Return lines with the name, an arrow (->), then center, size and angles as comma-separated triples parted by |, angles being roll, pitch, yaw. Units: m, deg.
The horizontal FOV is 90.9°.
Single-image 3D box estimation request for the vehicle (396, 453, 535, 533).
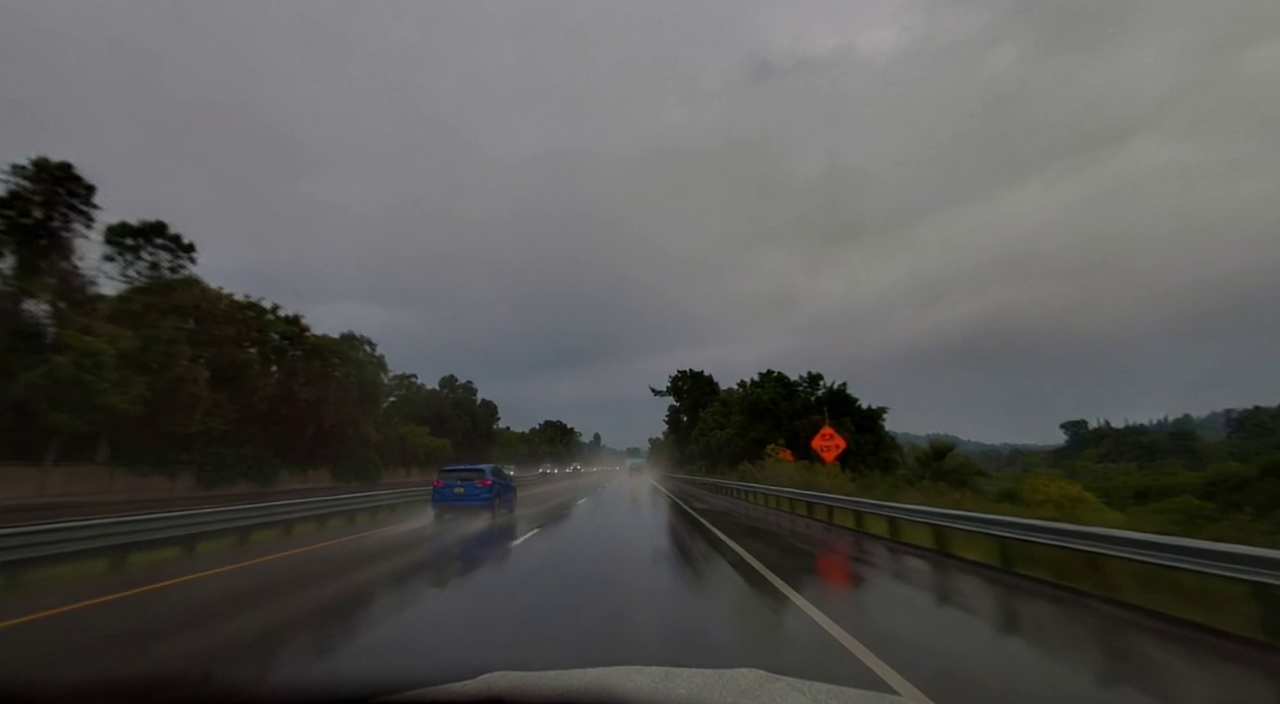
vehicle -> -3.817, 3.192, 14.624 | 2.017, 1.516, 4.041 | 1, -11, 1
